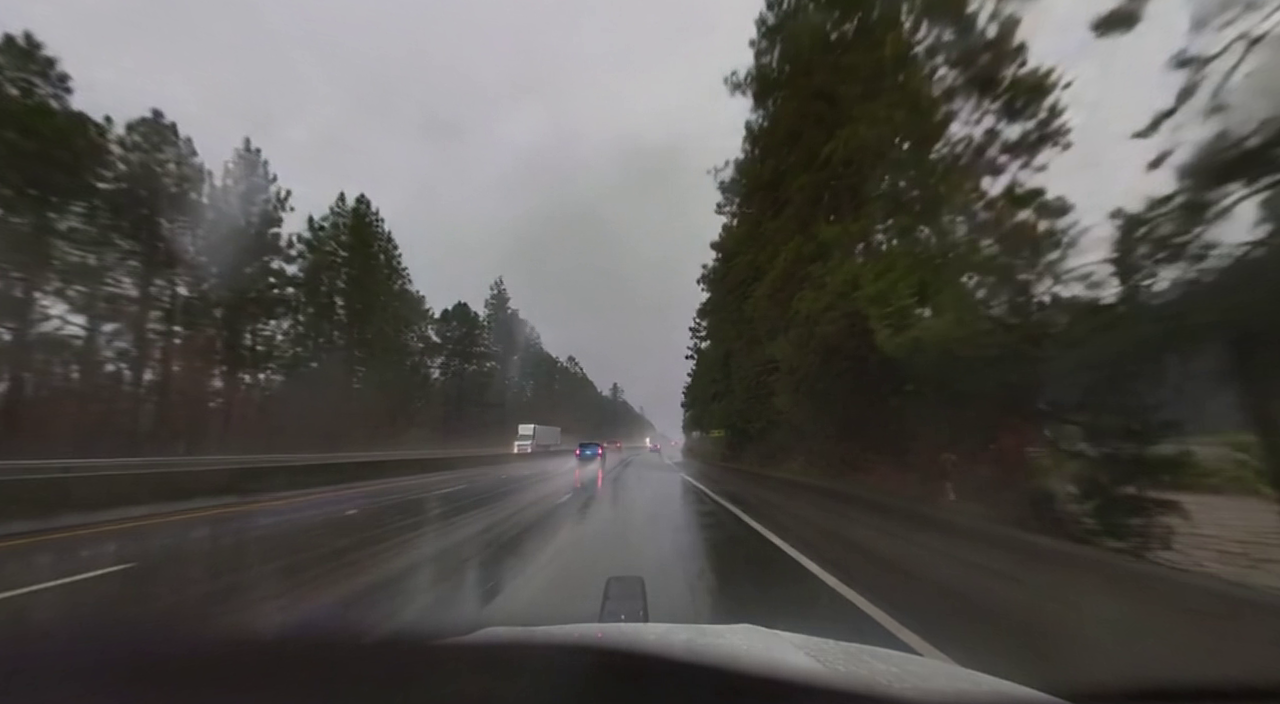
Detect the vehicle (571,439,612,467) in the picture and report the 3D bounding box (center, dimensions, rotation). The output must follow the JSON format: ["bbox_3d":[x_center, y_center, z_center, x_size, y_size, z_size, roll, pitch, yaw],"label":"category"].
[{"bbox_3d":[-2.893,6.232,38.765,2.053,1.589,4.671,0,-8,2],"label":"vehicle"}]
